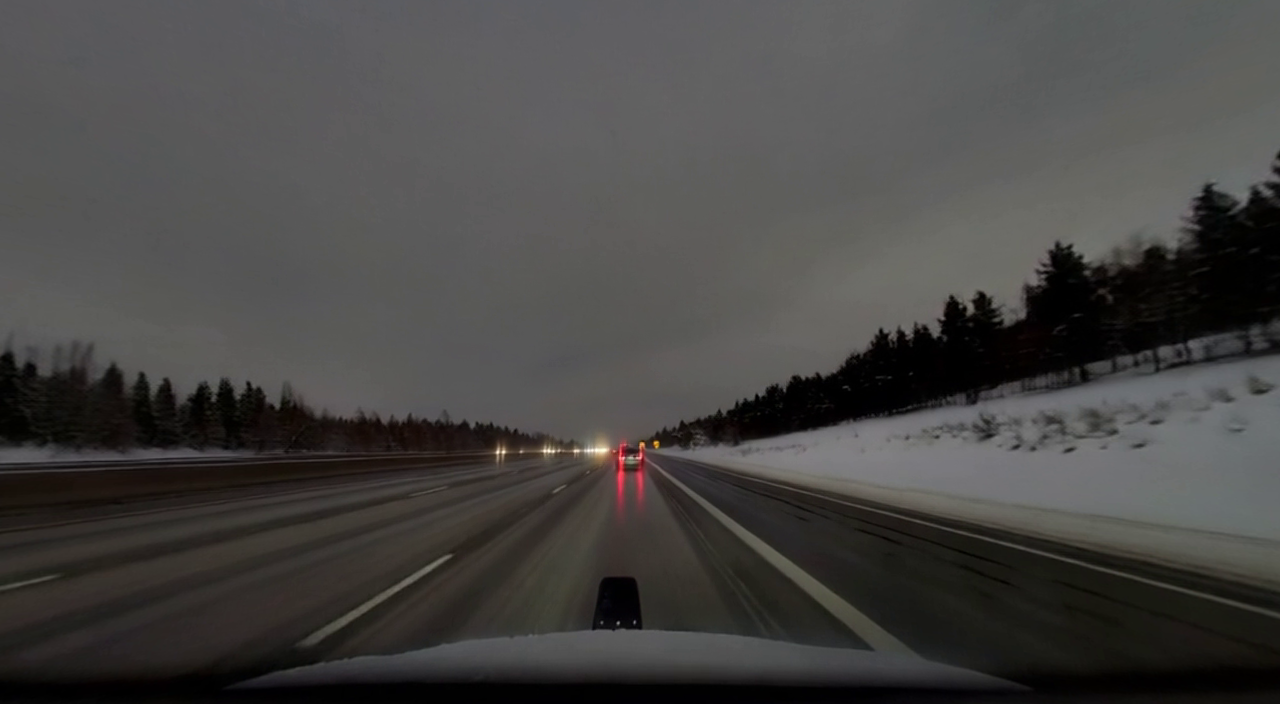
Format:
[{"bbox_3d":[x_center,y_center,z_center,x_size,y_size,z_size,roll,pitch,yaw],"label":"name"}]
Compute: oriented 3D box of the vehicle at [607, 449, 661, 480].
[{"bbox_3d":[-0.335,5.412,30.546,2.398,1.336,5.698,0,-9,-1],"label":"vehicle"}]
